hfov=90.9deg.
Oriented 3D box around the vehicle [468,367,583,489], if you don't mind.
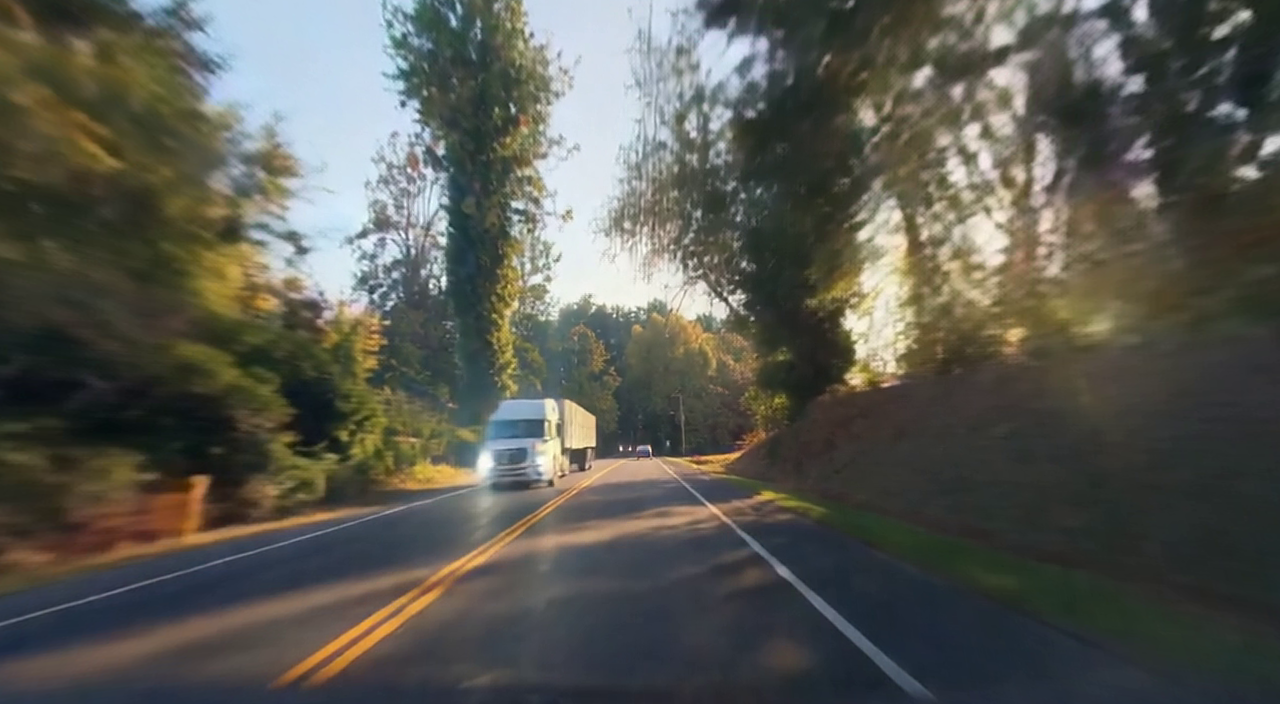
[{"bbox_3d":[-3.919,2.895,23.219,3.025,3.821,6.232,-1,-9,0],"label":"vehicle"}]
